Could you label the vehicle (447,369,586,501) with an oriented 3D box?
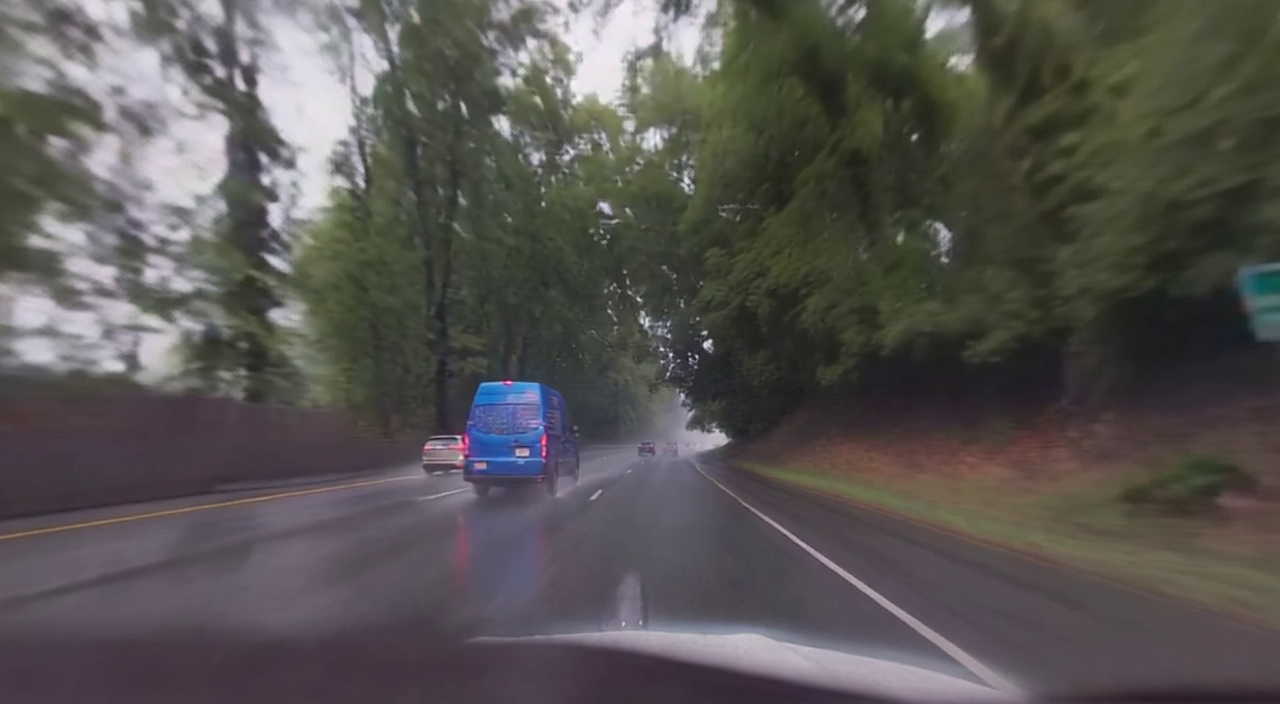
[{"bbox_3d":[-2.928,2.210,16.654,2.319,2.883,5.632,0,-8,2],"label":"vehicle"}]
